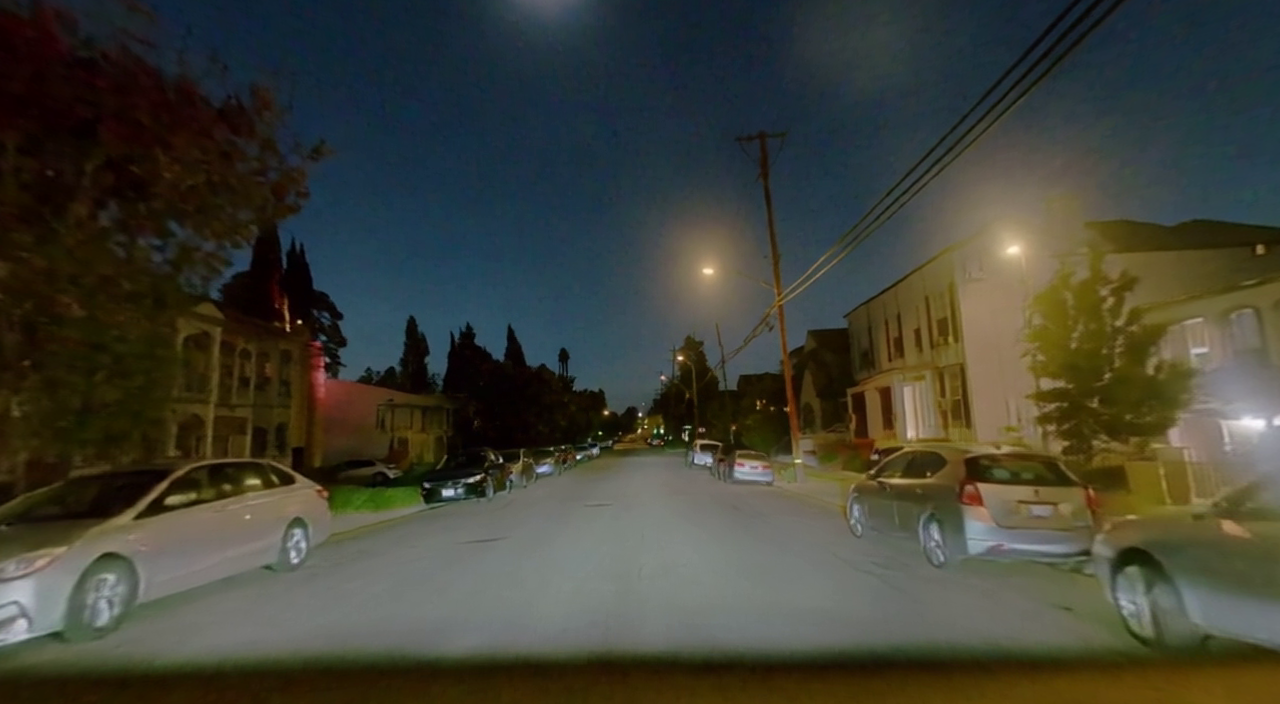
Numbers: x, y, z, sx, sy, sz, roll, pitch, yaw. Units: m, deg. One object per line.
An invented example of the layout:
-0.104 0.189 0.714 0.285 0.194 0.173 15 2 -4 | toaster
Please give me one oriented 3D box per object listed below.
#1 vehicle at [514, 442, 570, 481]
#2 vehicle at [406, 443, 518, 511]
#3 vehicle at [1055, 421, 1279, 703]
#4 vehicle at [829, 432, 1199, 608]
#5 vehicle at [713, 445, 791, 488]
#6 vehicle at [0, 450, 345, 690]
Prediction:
-5.218 5.916 34.503 2.184 1.958 5.757 0 -9 0 | vehicle
-5.044 3.566 18.597 2.032 1.716 4.382 0 -9 0 | vehicle
4.442 1.133 3.146 1.864 1.592 4.221 0 -9 0 | vehicle
4.229 1.958 8.398 2.057 1.511 4.858 3 -9 1 | vehicle
4.312 4.484 25.110 2.174 1.504 4.809 0 -9 0 | vehicle
-5.144 1.760 6.357 2.109 1.501 4.522 0 -9 1 | vehicle
